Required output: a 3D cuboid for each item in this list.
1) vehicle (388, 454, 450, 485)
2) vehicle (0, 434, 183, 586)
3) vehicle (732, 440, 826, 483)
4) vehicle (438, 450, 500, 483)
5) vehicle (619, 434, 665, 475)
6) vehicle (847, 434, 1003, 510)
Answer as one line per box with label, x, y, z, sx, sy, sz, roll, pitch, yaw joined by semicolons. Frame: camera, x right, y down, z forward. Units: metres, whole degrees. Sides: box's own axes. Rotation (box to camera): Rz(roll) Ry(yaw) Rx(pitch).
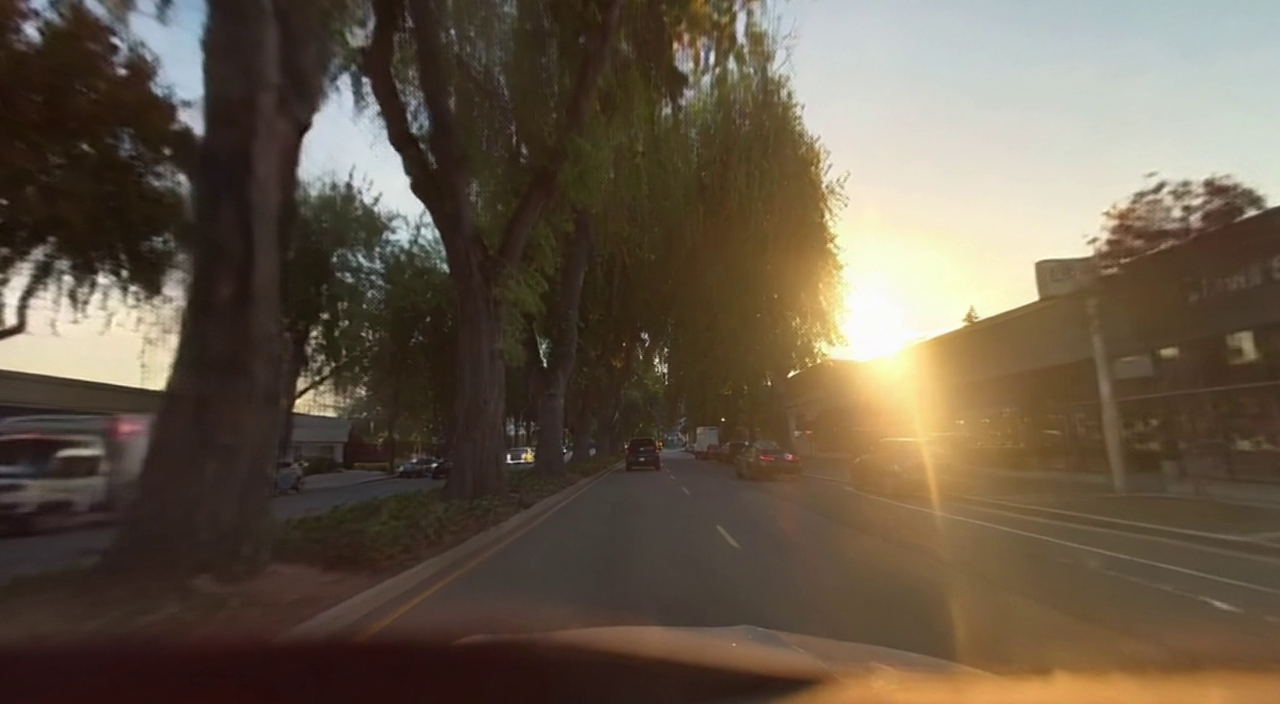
vehicle;-11.878;6.328;34.277;1.808;1.459;4.129;0;-9;1
vehicle;-8.128;1.864;7.719;1.977;1.669;4.387;0;-9;-4
vehicle;6.006;4.787;27.990;2.114;1.697;4.739;2;-9;-15
vehicle;-8.590;5.765;32.128;1.982;1.505;4.065;0;-9;1
vehicle;0.137;5.521;34.215;2.293;2.036;4.853;0;-9;1
vehicle;7.273;3.092;16.752;2.004;1.714;4.356;0;-9;-1
